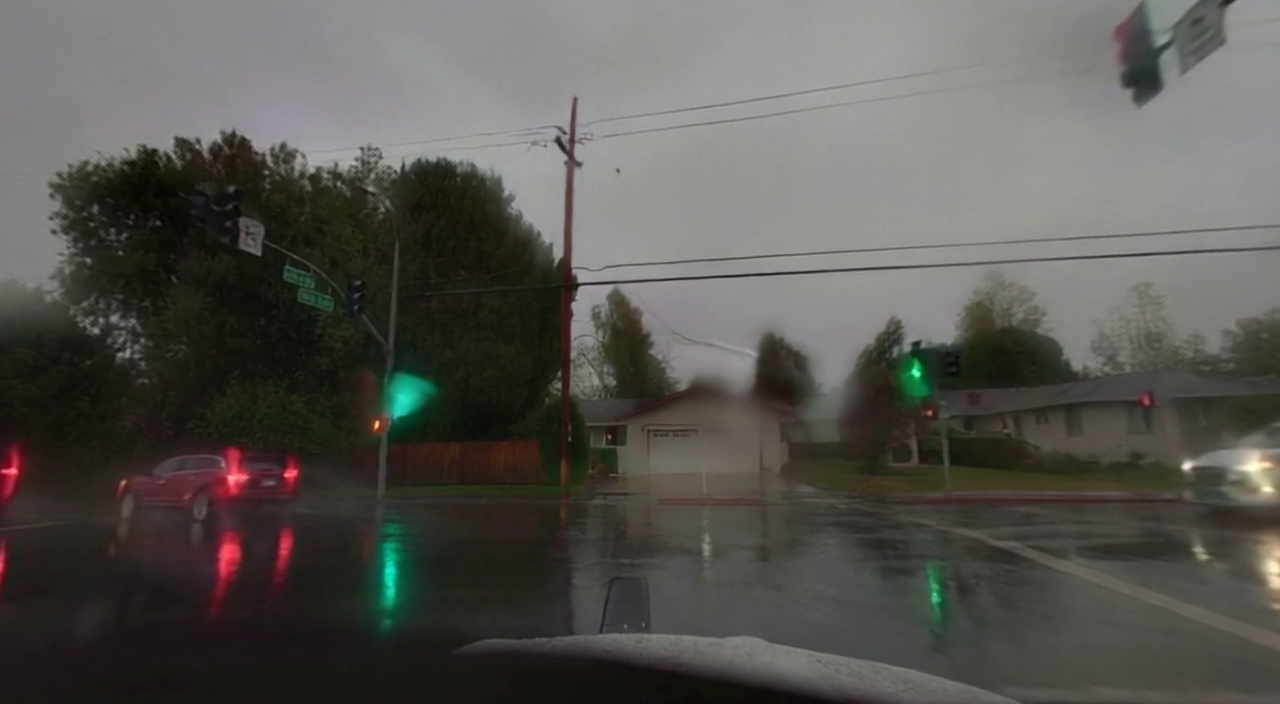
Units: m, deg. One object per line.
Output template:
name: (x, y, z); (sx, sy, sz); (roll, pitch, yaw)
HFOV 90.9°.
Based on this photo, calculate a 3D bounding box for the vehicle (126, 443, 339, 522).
vehicle: (-9.243, 2.833, 14.269); (4.512, 1.506, 2.078); (-5, -9, 29)

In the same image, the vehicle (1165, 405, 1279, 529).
vehicle: (11.316, 1.698, 9.554); (4.600, 1.722, 2.074); (-2, -8, 10)
